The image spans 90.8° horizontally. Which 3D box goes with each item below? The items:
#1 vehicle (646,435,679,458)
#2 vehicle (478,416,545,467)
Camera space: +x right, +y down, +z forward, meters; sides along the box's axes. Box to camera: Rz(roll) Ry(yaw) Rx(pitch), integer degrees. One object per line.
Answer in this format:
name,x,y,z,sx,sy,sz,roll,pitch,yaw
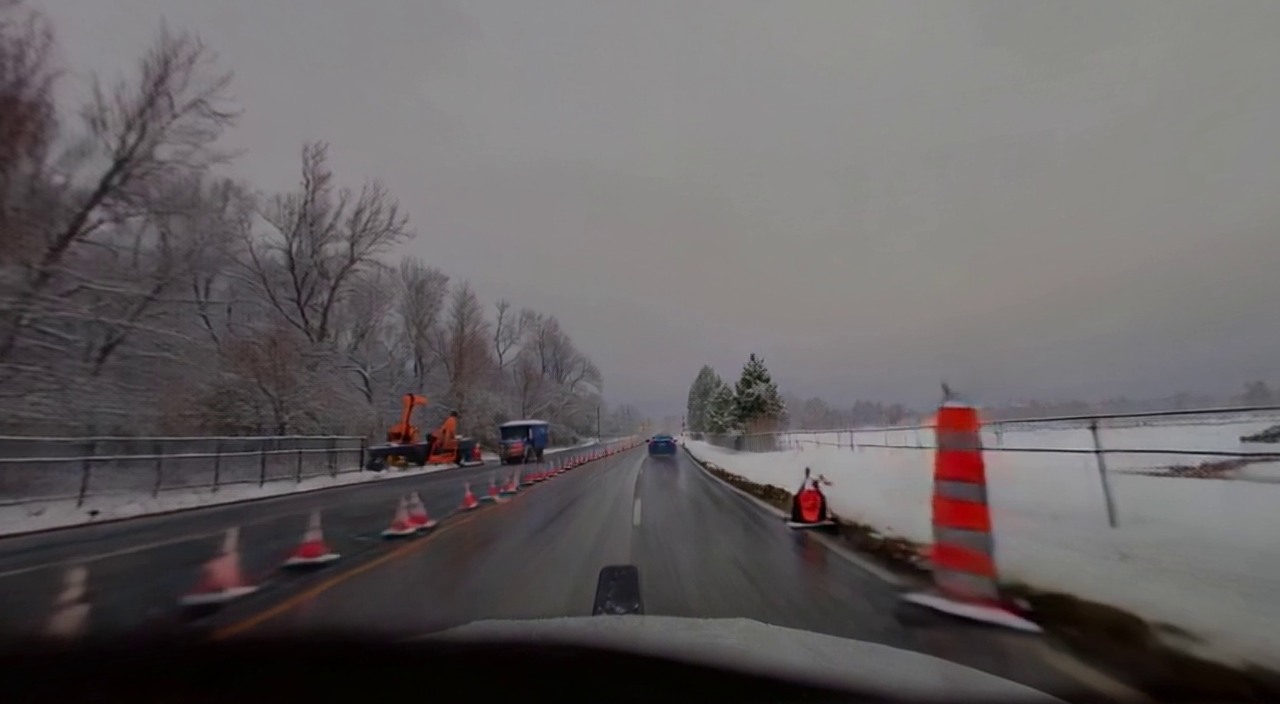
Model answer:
vehicle,1.553,6.608,43.951,2.172,1.486,3.581,-1,-9,2
vehicle,-7.096,4.988,35.151,3.064,2.710,2.385,-1,-9,4
